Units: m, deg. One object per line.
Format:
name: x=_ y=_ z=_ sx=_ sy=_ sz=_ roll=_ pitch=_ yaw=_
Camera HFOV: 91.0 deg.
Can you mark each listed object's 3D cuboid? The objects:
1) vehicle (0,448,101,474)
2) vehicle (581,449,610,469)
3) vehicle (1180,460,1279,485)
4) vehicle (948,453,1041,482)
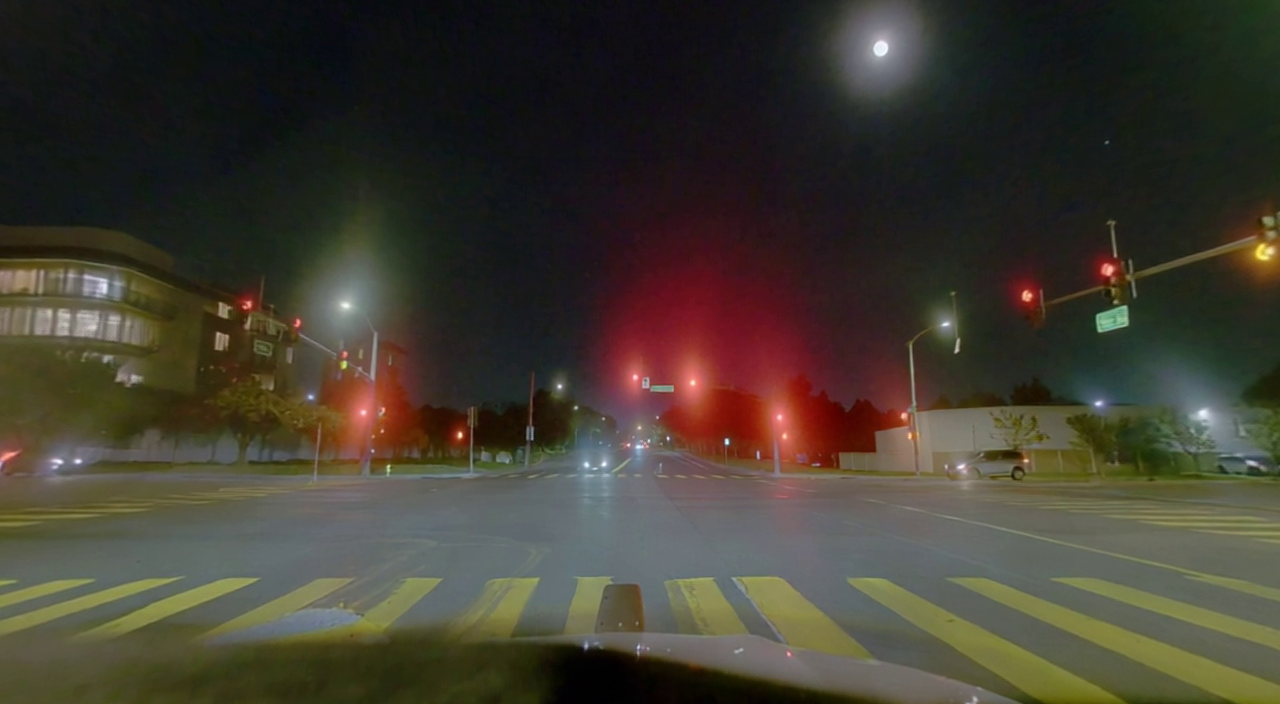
vehicle: x=-35.134 y=6.421 z=37.191 sx=4.741 sy=1.447 sz=1.807 roll=0 pitch=-9 yaw=-1
vehicle: x=-3.449 y=8.360 z=49.188 sx=1.908 sy=1.441 sz=4.142 roll=0 pitch=-8 yaw=1
vehicle: x=36.224 y=7.315 z=38.295 sx=4.976 sy=1.428 sz=1.929 roll=0 pitch=-8 yaw=-2
vehicle: x=21.098 y=6.873 z=37.588 sx=4.447 sy=1.623 sz=1.801 roll=0 pitch=-9 yaw=-3
